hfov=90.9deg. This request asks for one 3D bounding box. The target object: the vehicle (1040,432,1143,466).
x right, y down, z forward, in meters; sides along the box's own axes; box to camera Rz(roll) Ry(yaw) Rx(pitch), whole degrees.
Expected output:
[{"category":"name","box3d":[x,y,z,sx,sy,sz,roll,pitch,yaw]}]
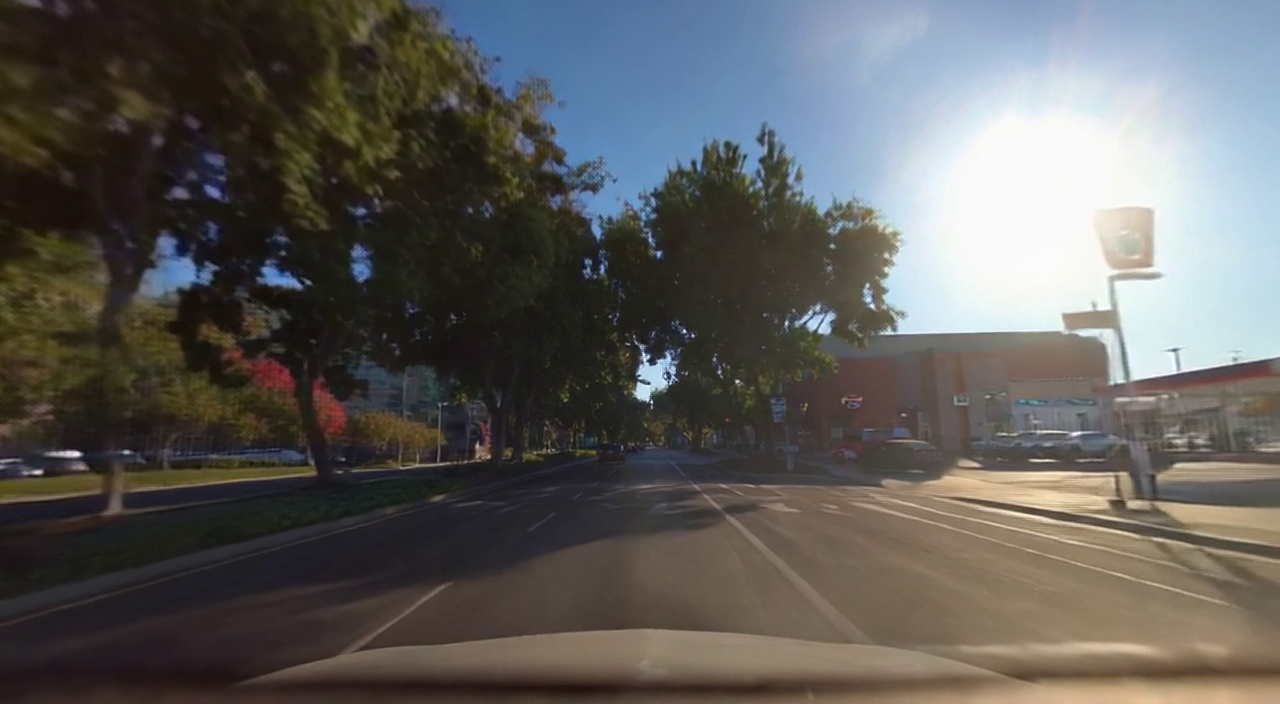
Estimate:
[{"category":"vehicle","box3d":[21.398,4.565,29.849,4.674,1.471,1.954,4,-9,-28]}]

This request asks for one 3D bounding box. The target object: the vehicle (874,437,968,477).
[{"category":"vehicle","box3d":[11.736,4.407,26.696,1.967,1.500,4.353,-1,-8,1]}]

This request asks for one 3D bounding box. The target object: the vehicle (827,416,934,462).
[{"category":"vehicle","box3d":[15.250,5.562,40.236,5.820,2.752,2.234,0,-8,-1]}]
